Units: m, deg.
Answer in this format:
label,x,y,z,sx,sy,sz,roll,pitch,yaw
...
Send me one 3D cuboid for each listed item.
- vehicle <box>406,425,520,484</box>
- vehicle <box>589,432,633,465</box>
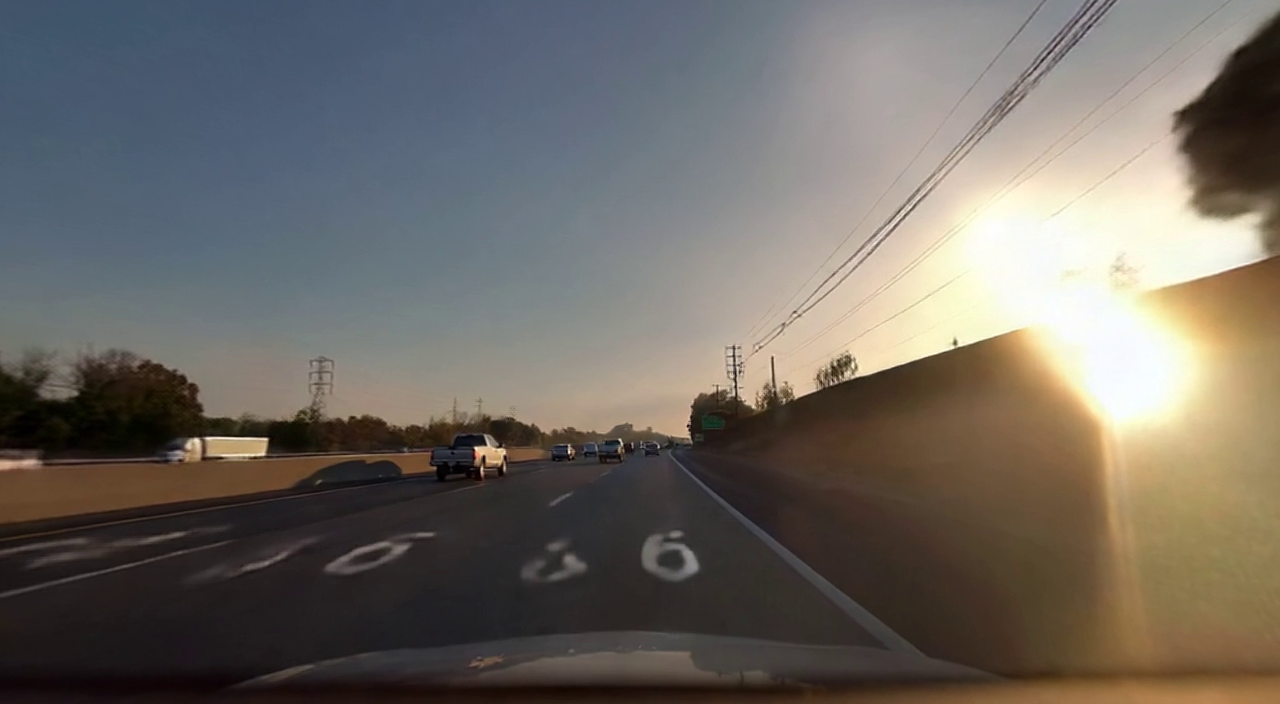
label,x,y,z,sx,sy,sz,roll,pitch,yaw
vehicle,-6.679,3.965,24.837,2.460,1.992,6.474,0,-8,1
vehicle,-1.881,6.500,42.627,2.448,2.025,5.193,-1,-8,3
